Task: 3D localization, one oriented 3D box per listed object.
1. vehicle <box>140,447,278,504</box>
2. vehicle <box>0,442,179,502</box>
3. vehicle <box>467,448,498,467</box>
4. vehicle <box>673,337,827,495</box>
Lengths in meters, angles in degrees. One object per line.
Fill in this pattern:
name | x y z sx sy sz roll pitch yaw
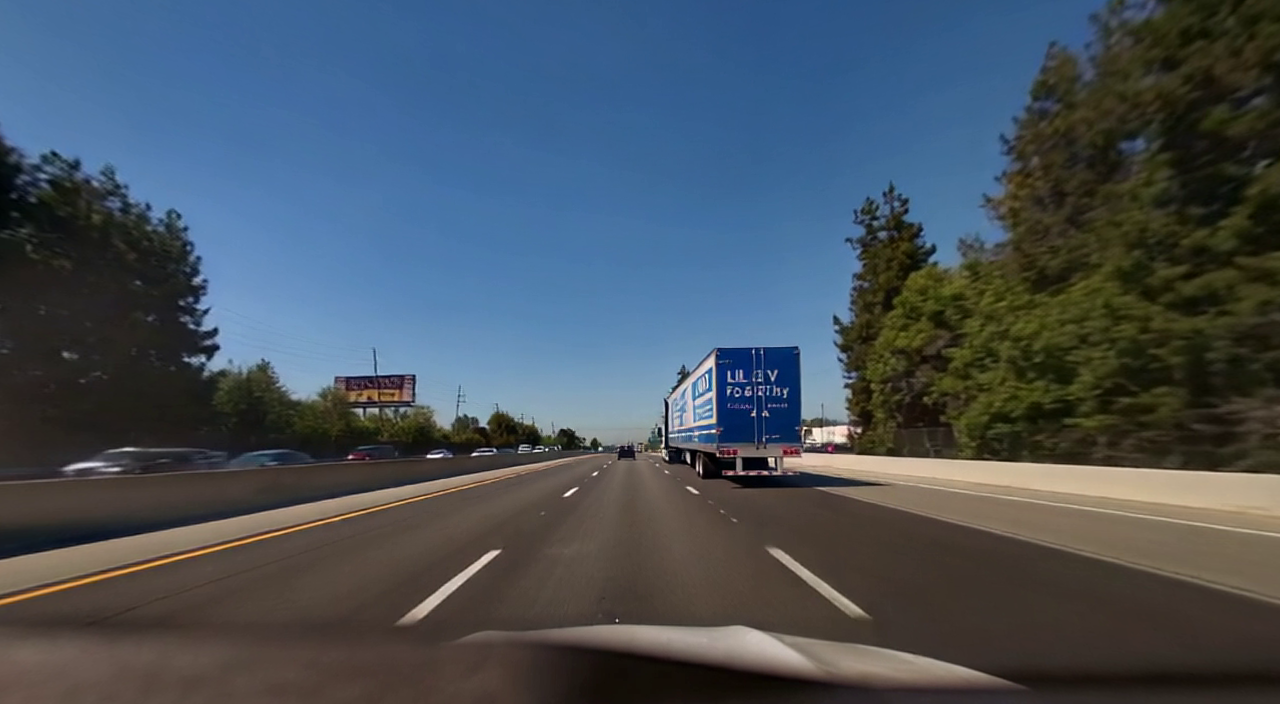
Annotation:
vehicle | -10.984 3.133 16.367 1.402 1.298 3.116 0 -9 -2
vehicle | -14.453 3.114 16.778 1.760 1.414 3.542 0 -9 -1
vehicle | -11.533 7.724 46.394 1.439 1.299 3.155 0 -9 -1
vehicle | 3.494 3.044 26.104 2.891 4.387 17.121 0 -9 -1
